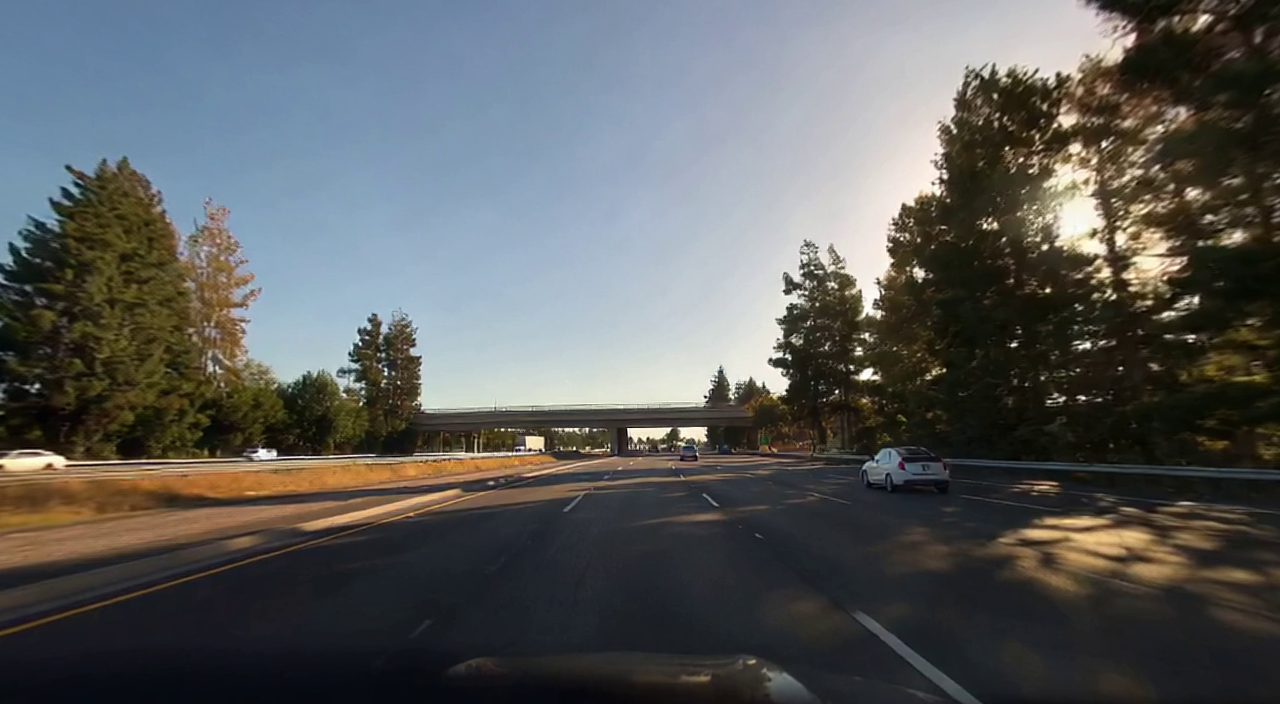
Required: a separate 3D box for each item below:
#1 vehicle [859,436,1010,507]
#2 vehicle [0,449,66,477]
[{"bbox_3d":[7.581,3.096,16.805,1.862,1.613,4.316,0,-9,-1],"label":"vehicle"},{"bbox_3d":[-34.641,6.114,34.879,1.712,1.458,4.420,0,-9,0],"label":"vehicle"}]
